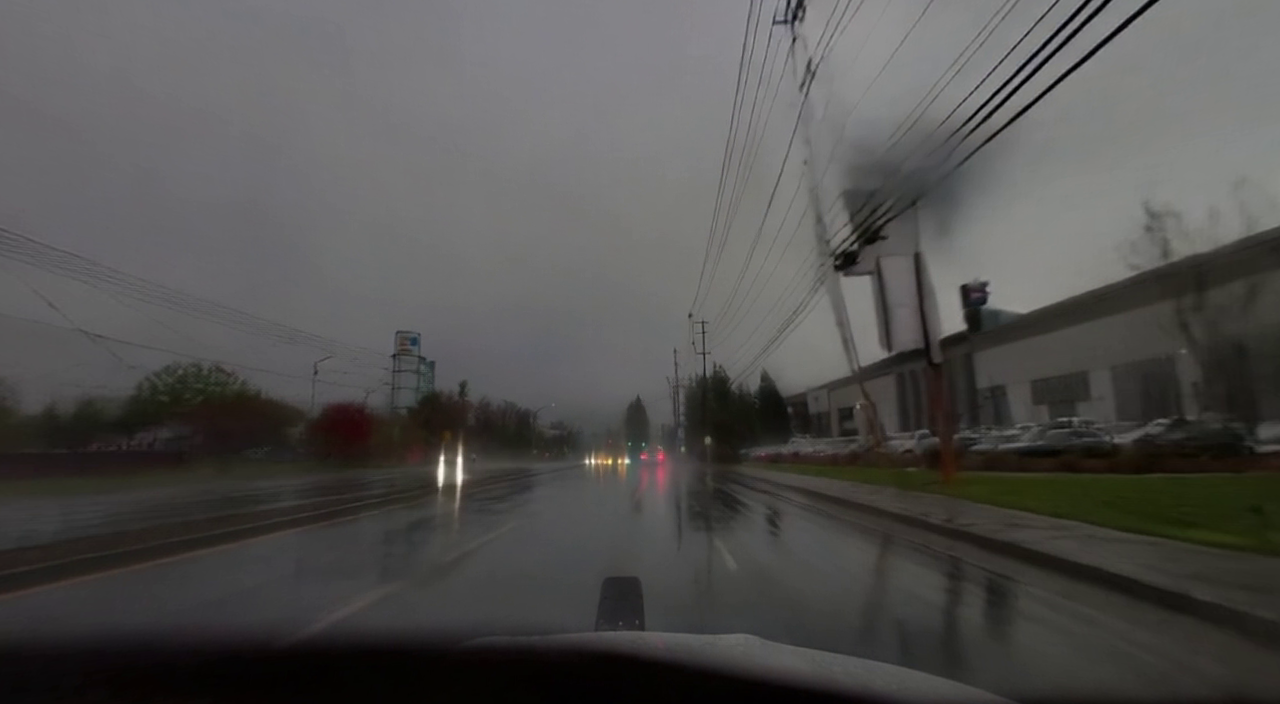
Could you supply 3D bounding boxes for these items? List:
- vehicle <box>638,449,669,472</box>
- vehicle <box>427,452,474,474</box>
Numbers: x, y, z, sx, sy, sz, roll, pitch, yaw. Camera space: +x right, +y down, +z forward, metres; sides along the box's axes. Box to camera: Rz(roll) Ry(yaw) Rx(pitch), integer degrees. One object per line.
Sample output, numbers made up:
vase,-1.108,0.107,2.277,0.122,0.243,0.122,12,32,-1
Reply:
vehicle,0.932,7.628,44.499,2.114,1.492,4.453,0,-8,1
vehicle,-13.424,7.884,44.908,1.831,1.474,4.352,-1,-8,2
